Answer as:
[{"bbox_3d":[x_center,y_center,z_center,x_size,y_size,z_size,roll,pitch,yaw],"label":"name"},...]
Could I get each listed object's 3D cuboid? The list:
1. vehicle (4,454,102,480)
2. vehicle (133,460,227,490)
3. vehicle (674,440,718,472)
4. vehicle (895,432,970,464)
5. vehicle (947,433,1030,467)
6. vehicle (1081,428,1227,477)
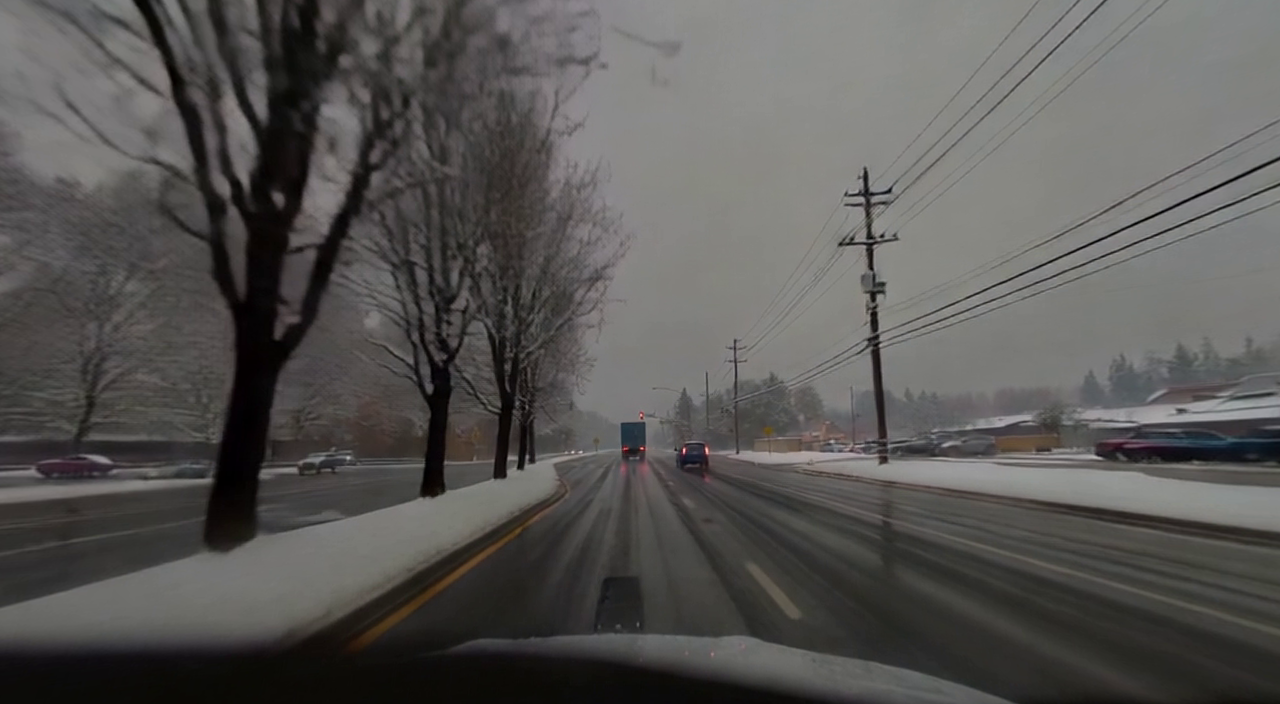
[{"bbox_3d":[-39.398,7.710,42.500,4.470,1.657,2.028,0,-9,-1],"label":"vehicle"},{"bbox_3d":[-26.177,6.993,36.198,1.883,1.482,4.779,0,-9,-2],"label":"vehicle"},{"bbox_3d":[3.224,6.136,37.405,2.086,1.803,4.607,0,-9,-1],"label":"vehicle"},{"bbox_3d":[20.514,6.812,44.701,2.529,2.086,5.902,0,-9,1],"label":"vehicle"},{"bbox_3d":[20.476,5.826,37.402,1.993,1.854,5.008,0,-9,-1],"label":"vehicle"},{"bbox_3d":[20.170,3.987,25.109,1.939,1.753,4.469,0,-9,0],"label":"vehicle"}]
